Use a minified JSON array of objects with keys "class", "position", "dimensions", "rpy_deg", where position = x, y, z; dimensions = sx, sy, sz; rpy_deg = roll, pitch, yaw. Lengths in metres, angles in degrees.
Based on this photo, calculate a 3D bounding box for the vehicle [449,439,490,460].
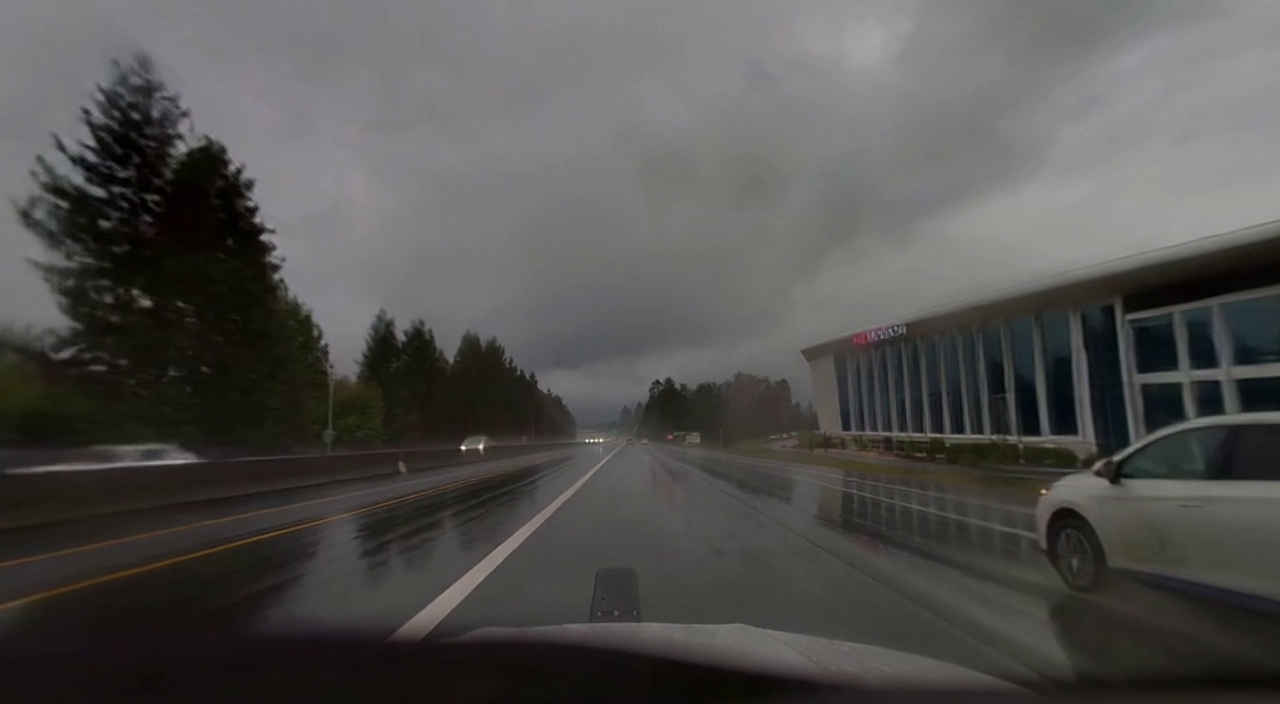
[{"class":"vehicle","position":[-12.641,7.246,46.965],"dimensions":[1.902,1.454,4.229],"rpy_deg":[0,-8,1]}]

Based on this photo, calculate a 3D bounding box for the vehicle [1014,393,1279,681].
[{"class":"vehicle","position":[4.613,1.032,3.536],"dimensions":[2.095,1.587,4.638],"rpy_deg":[0,-8,-1]}]
